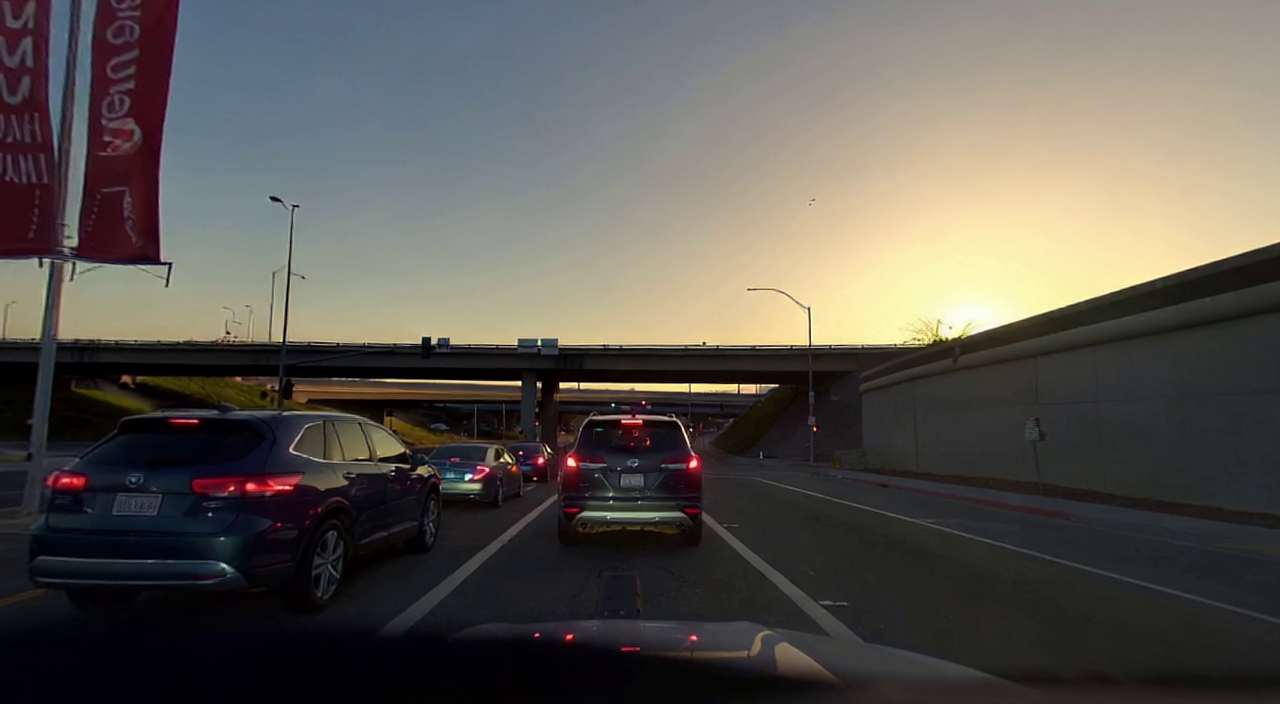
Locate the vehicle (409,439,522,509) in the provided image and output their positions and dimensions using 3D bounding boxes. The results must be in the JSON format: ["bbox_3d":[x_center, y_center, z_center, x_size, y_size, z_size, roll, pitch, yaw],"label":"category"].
[{"bbox_3d":[-4.147,2.943,15.538,1.797,1.505,3.506,0,-9,0],"label":"vehicle"}]

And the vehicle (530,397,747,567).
[{"bbox_3d":[-0.094,1.775,9.305,2.409,1.864,4.471,0,-9,-2],"label":"vehicle"}]

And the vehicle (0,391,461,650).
[{"bbox_3d":[-3.499,1.441,6.391,2.039,1.709,4.265,0,-9,0],"label":"vehicle"}]
